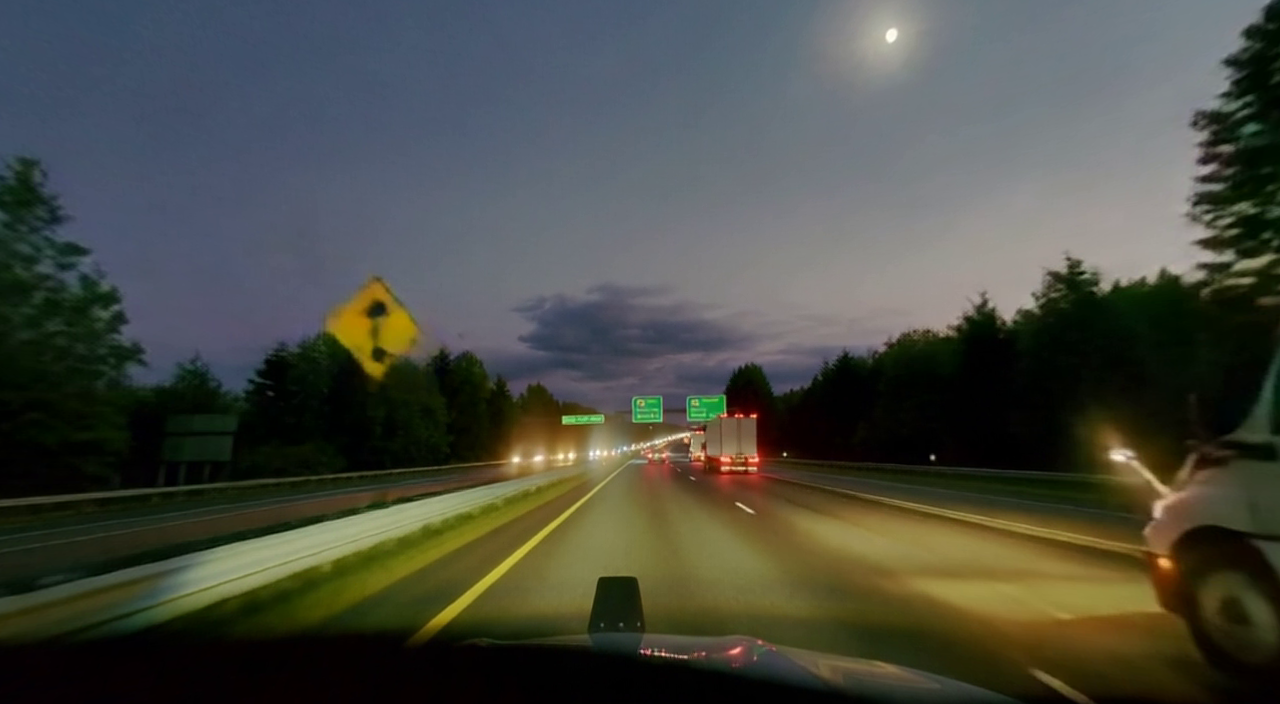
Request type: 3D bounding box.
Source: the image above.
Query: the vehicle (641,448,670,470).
[{"bbox_3d":[1.114,7.915,46.804,2.049,1.500,3.790,0,-9,1],"label":"vehicle"}]

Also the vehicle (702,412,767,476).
[{"bbox_3d":[5.319,5.393,36.880,2.743,3.367,7.306,0,-9,1],"label":"vehicle"}]
